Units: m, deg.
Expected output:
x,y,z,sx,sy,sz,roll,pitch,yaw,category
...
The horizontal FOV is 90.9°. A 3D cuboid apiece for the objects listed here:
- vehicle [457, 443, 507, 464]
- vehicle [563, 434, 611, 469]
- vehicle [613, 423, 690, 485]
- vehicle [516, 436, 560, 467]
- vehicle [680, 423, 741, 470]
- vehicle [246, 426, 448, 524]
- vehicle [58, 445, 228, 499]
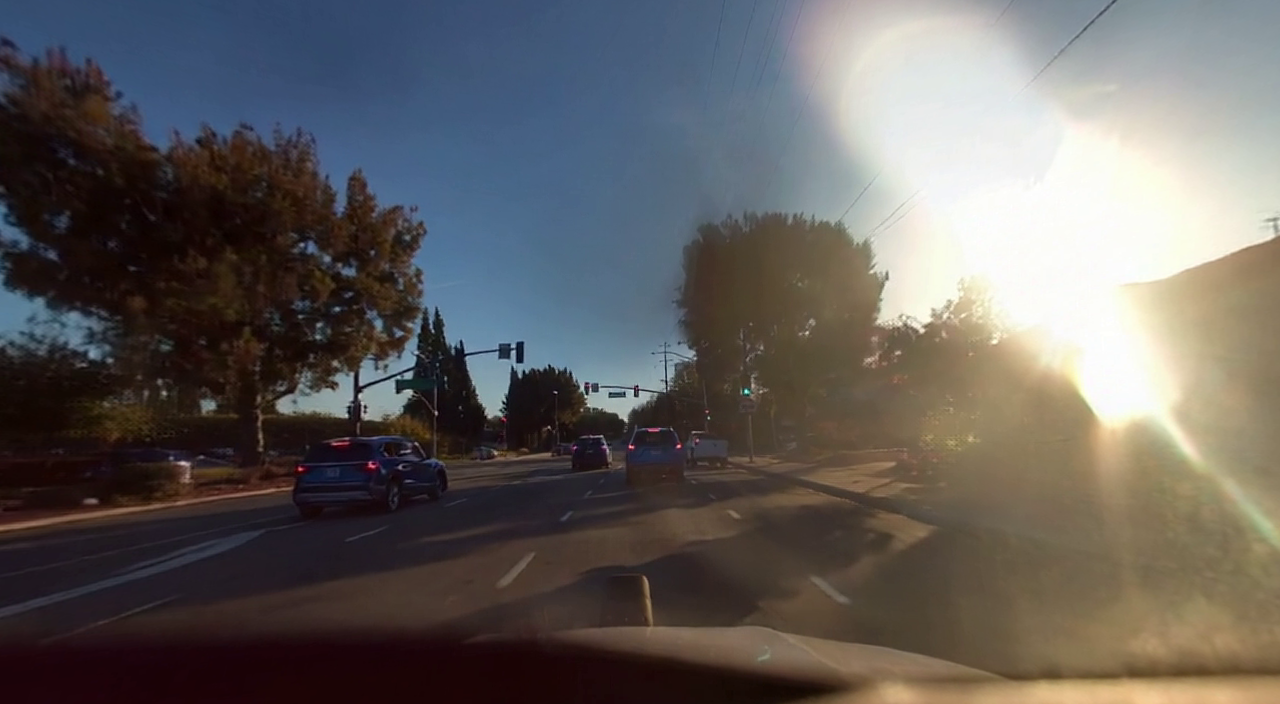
x,y,z,sx,sy,sz,roll,pitch,yaw,category
-12.312,7.840,48.817,1.860,1.517,4.460,8,-11,-40,vehicle
-2.599,5.057,32.134,2.058,1.659,4.514,0,-8,0,vehicle
0.348,3.312,20.664,2.235,1.778,4.178,0,-8,0,vehicle
-5.800,5.719,36.310,2.108,1.689,4.316,0,-9,-4,vehicle
3.347,4.685,31.282,2.338,2.063,5.672,0,-9,0,vehicle
-5.752,2.469,13.180,2.052,1.664,4.476,0,-9,0,vehicle
-18.610,4.488,23.797,4.571,1.857,2.172,-1,-9,1,vehicle
